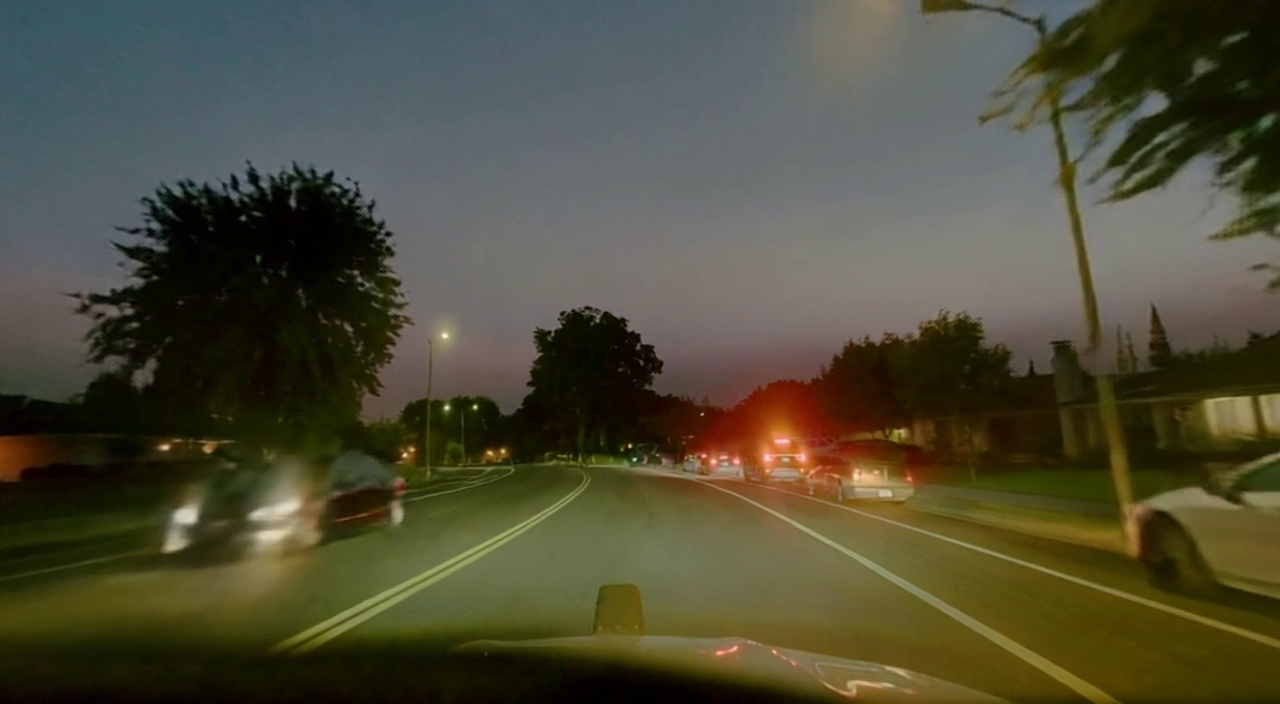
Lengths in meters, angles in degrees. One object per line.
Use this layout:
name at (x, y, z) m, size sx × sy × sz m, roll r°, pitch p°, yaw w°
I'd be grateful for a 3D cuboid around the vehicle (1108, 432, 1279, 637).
vehicle at (5.905, 1.333, 4.430) m, size 2.080 × 1.543 × 4.294 m, roll -1°, pitch -8°, yaw 3°

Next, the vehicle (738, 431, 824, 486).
vehicle at (5.976, 4.588, 27.547) m, size 2.305 × 2.111 × 4.965 m, roll 0°, pitch -8°, yaw -4°

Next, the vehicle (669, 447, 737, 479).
vehicle at (3.610, 6.509, 37.382) m, size 2.713 × 1.671 × 4.939 m, roll 1°, pitch -8°, yaw -11°

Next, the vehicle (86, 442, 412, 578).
vehicle at (-5.378, 2.169, 9.578) m, size 2.058 × 1.551 × 4.247 m, roll -1°, pitch -8°, yaw 3°

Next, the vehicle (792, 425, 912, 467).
vehicle at (13.436, 6.079, 40.487) m, size 6.635 × 2.414 × 2.896 m, roll -1°, pitch -13°, yaw 4°
